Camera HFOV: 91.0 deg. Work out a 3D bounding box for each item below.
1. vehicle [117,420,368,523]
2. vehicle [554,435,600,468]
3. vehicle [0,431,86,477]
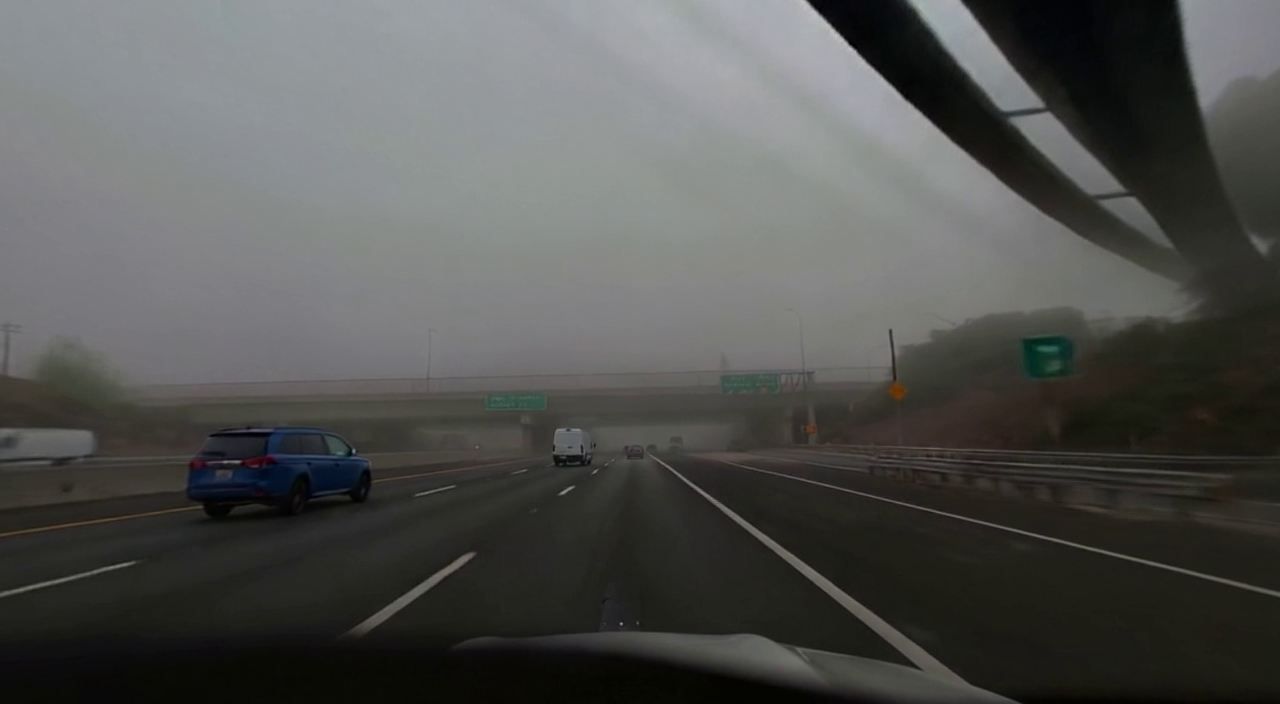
[{"bbox_3d":[-7.683,2.354,12.933,2.092,1.712,4.627,0,-9,0],"label":"vehicle"},{"bbox_3d":[-3.691,5.918,37.586,2.144,1.847,4.850,0,-8,1],"label":"vehicle"},{"bbox_3d":[-30.084,4.801,29.779,2.289,2.053,5.948,0,-9,1],"label":"vehicle"}]
